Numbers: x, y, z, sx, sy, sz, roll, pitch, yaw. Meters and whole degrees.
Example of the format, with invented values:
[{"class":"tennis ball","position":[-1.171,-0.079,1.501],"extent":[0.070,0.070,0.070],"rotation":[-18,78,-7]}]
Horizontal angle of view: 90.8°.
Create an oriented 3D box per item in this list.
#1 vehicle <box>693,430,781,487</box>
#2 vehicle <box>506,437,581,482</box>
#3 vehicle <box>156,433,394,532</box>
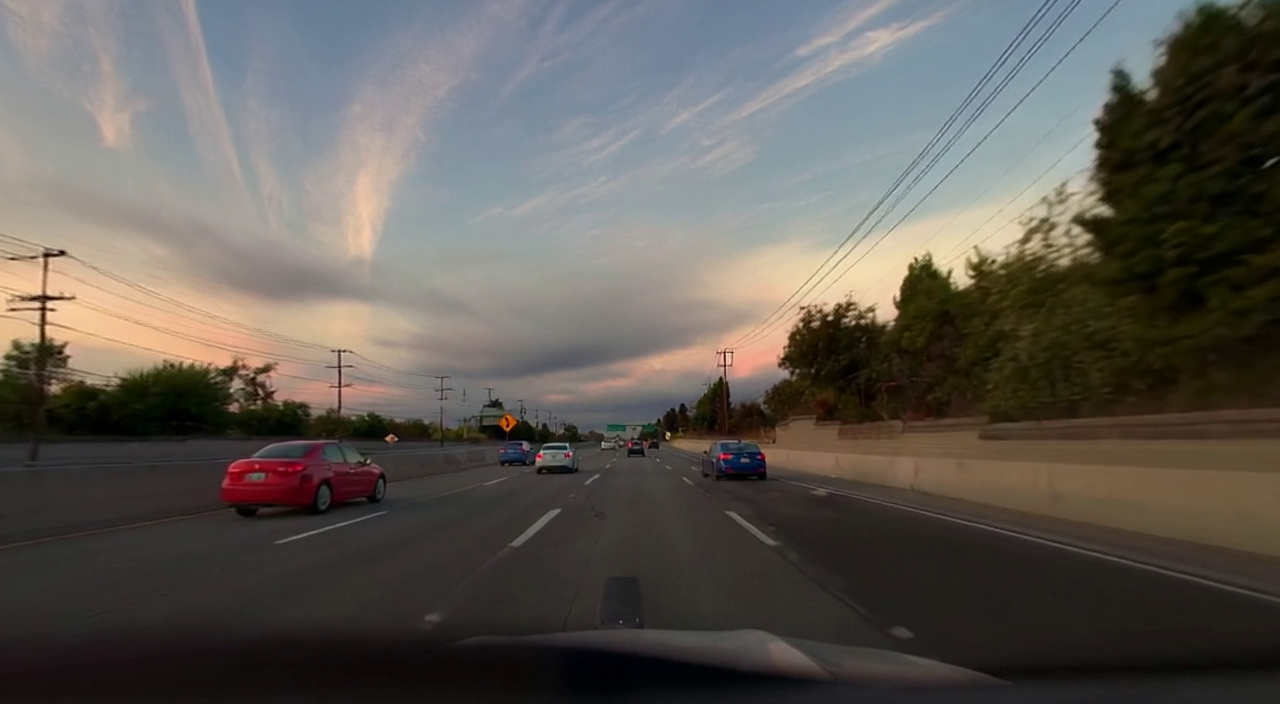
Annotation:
[{"class":"vehicle","position":[3.064,3.487,21.043],"extent":[2.100,1.659,4.387],"rotation":[0,-8,-2]},{"class":"vehicle","position":[-3.455,3.931,23.440],"extent":[2.066,1.488,4.377],"rotation":[0,-8,0]},{"class":"vehicle","position":[-6.377,2.291,11.736],"extent":[1.903,1.482,4.180],"rotation":[0,-8,0]}]
